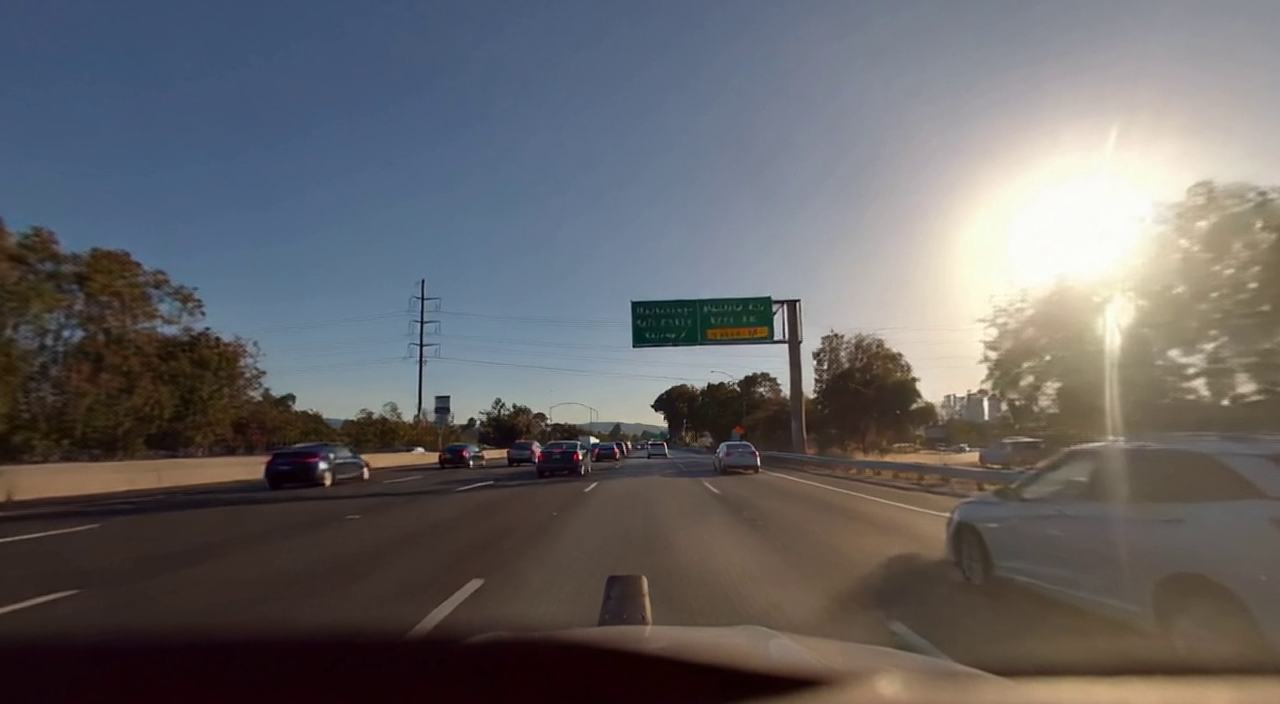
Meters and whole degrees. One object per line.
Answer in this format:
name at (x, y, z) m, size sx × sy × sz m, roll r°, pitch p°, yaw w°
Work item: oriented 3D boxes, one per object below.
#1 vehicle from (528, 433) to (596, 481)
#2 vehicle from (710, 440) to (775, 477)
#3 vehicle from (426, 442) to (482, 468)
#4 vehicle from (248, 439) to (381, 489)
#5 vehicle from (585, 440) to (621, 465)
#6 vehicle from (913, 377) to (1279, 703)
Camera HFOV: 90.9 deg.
vehicle at (-3.099, 4.272, 26.027) m, size 2.133 × 1.775 × 4.530 m, roll 0°, pitch -8°, yaw 1°
vehicle at (4.405, 4.643, 27.761) m, size 2.022 × 1.472 × 4.678 m, roll 0°, pitch -8°, yaw -1°
vehicle at (-10.949, 6.084, 37.446) m, size 1.877 × 1.458 × 4.543 m, roll 0°, pitch -8°, yaw 1°
vehicle at (-10.654, 3.687, 21.131) m, size 1.926 × 1.479 × 4.688 m, roll 0°, pitch -8°, yaw 1°
vehicle at (-2.520, 7.028, 44.388) m, size 2.133 × 1.668 × 4.505 m, roll 0°, pitch -8°, yaw 2°
vehicle at (3.784, 1.106, 4.111) m, size 2.036 × 1.580 × 4.360 m, roll 0°, pitch -8°, yaw 0°
